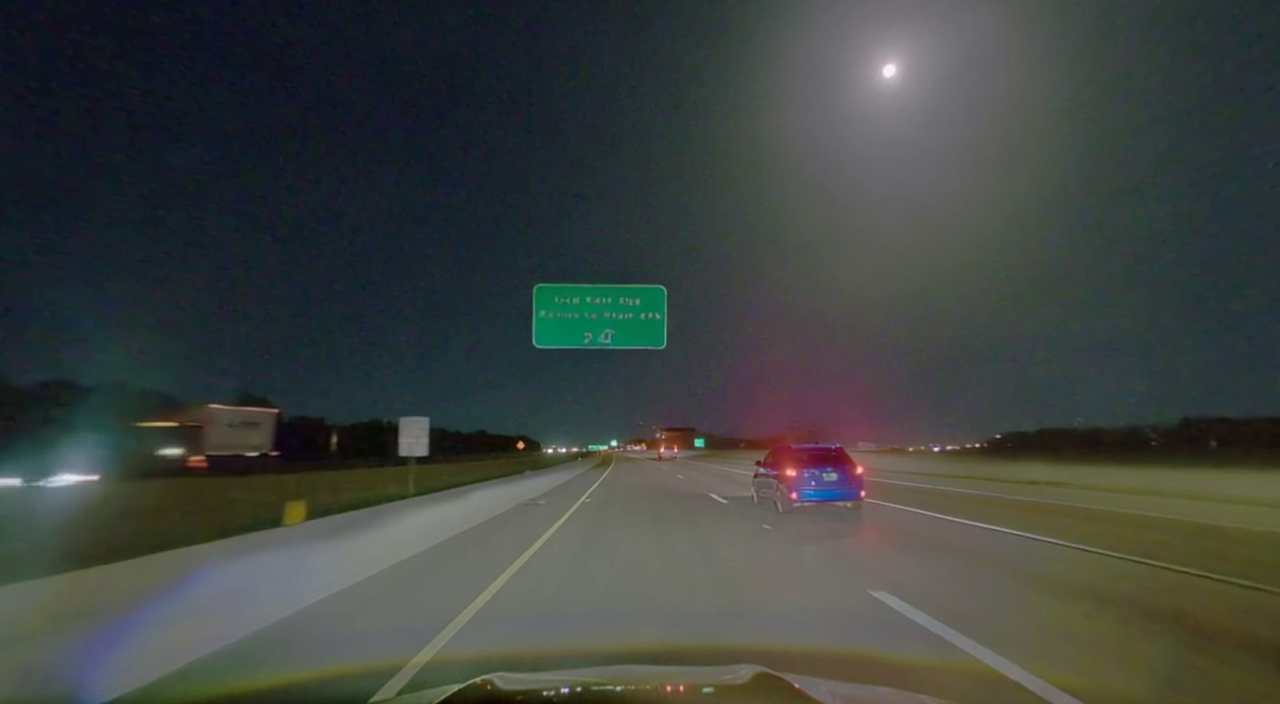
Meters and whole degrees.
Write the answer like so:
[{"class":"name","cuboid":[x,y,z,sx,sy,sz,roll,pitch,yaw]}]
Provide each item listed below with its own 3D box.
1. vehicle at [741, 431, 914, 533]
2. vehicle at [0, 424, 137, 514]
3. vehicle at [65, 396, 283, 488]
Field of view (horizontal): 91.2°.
[{"class":"vehicle","cuboid":[3.384,2.436,12.340,2.002,1.604,4.265,0,-9,-1]},{"class":"vehicle","cuboid":[-12.365,2.255,12.203,1.859,1.584,3.912,0,-9,0]},{"class":"vehicle","cuboid":[-16.363,3.308,22.873,2.475,2.795,7.128,0,-9,-1]}]
